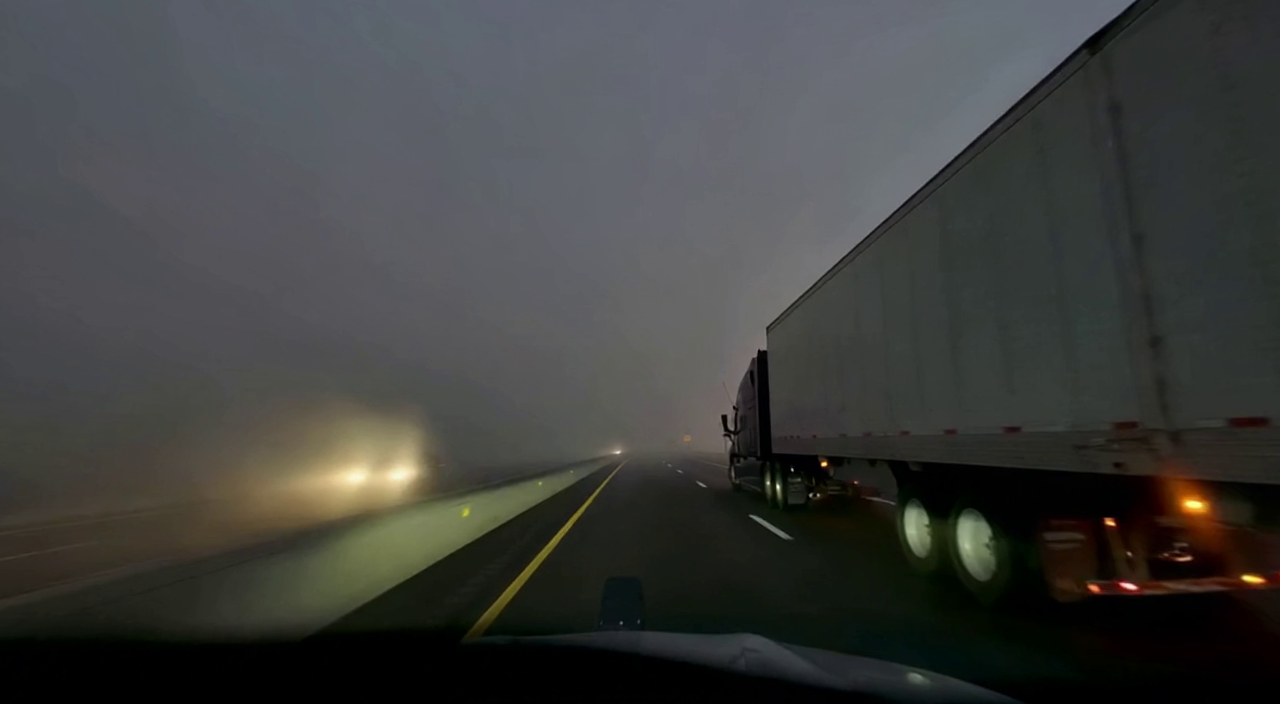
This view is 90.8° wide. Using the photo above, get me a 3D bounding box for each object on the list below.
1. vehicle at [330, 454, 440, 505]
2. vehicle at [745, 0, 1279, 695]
[{"bbox_3d":[-8.634,4.330,21.852,1.928,1.510,4.485,0,-9,0],"label":"vehicle"},{"bbox_3d":[4.291,0.767,9.998,2.937,4.082,12.918,0,-9,0],"label":"vehicle"}]
